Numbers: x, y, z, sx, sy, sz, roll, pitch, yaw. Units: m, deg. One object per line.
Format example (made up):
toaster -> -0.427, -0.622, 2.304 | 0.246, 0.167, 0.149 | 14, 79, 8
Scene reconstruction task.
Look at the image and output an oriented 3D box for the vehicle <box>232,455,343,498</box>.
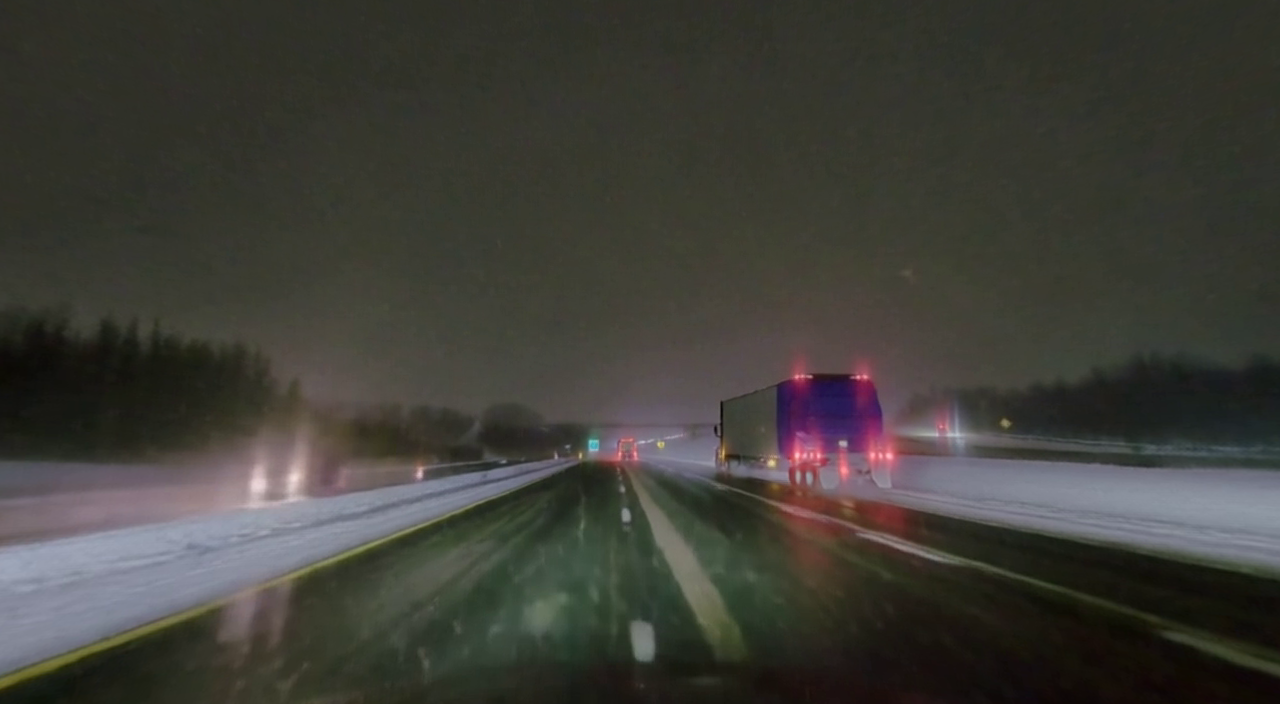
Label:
vehicle -> -13.305, 4.688, 24.110 | 1.968, 1.454, 4.055 | 0, -9, -2
